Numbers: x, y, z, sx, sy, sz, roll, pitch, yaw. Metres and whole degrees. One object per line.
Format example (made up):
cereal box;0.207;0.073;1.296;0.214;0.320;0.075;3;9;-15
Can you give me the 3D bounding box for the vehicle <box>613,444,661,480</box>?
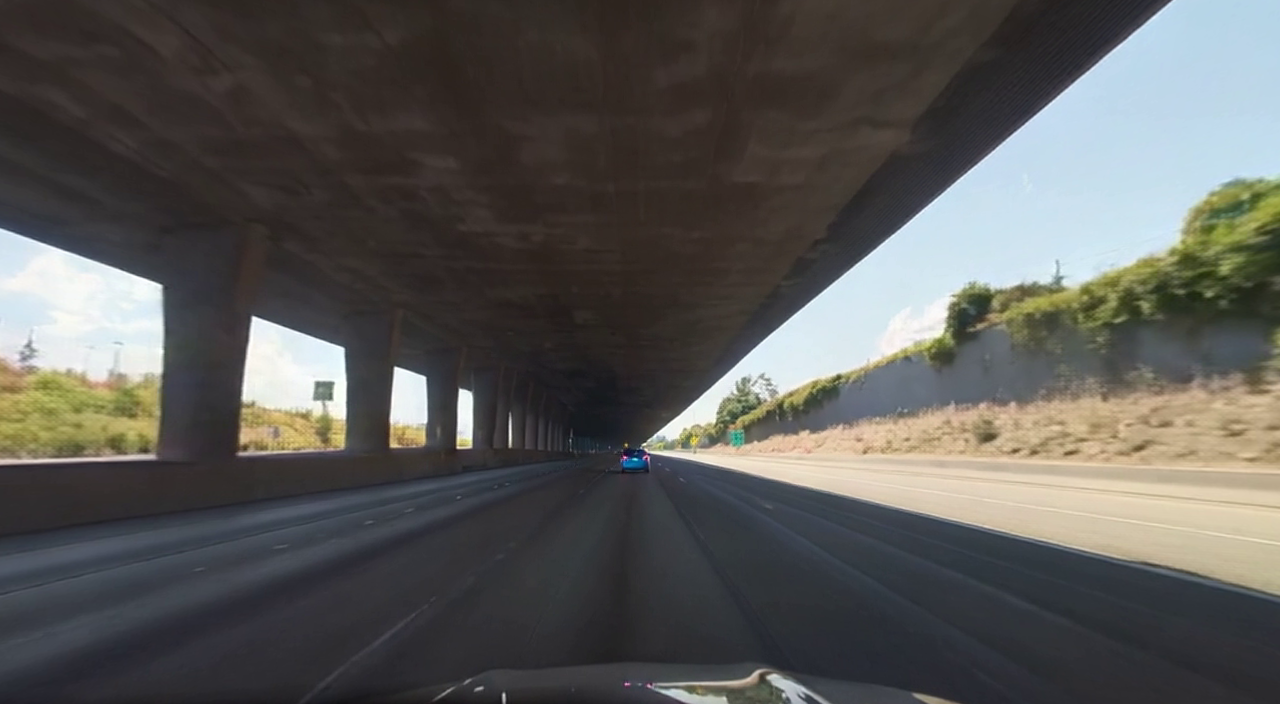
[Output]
vehicle;-0.182;5.059;29.186;2.055;1.501;4.321;0;-9;-1
